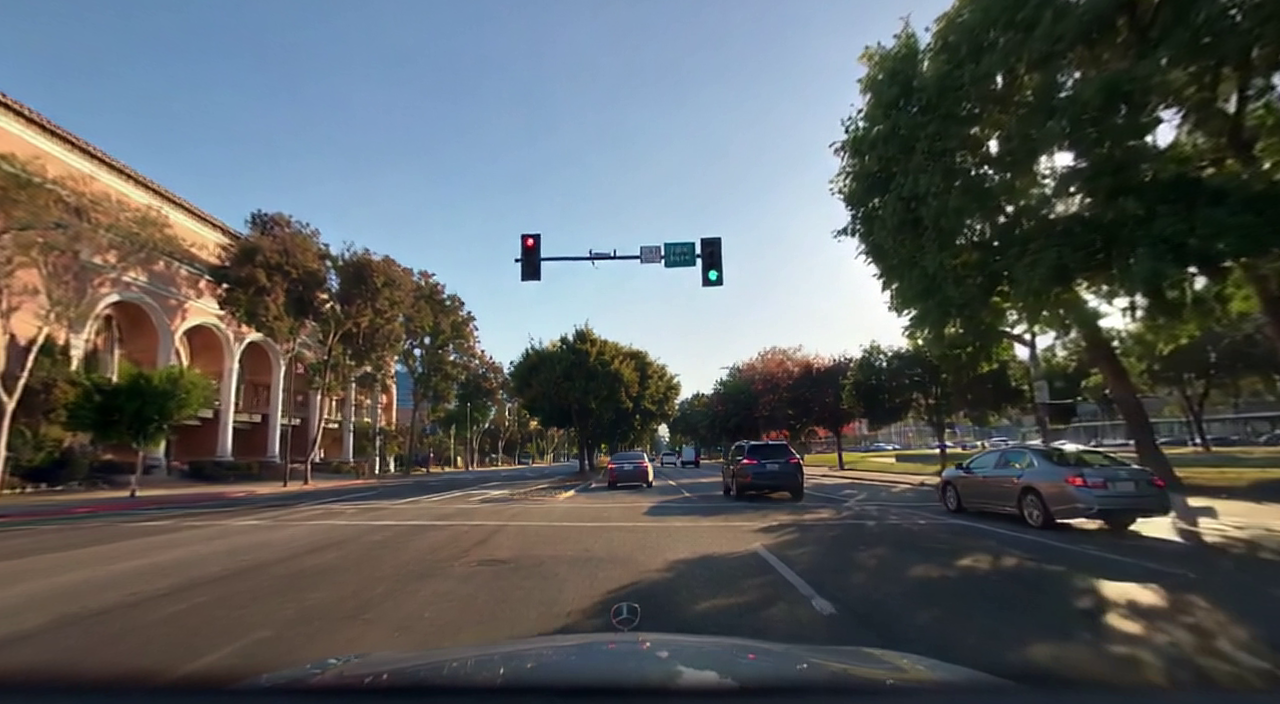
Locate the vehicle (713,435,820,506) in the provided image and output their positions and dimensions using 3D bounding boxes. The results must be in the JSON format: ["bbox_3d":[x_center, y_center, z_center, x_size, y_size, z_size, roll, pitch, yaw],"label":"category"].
[{"bbox_3d":[3.408,3.297,17.989,2.036,1.757,4.300,0,-9,-2],"label":"vehicle"}]

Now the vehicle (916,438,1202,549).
[{"bbox_3d":[6.666,2.263,10.799,1.868,1.472,4.274,0,-9,-1],"label":"vehicle"}]

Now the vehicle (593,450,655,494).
[{"bbox_3d":[-0.573,4.326,23.167,2.054,1.446,3.969,0,-9,-1],"label":"vehicle"}]
